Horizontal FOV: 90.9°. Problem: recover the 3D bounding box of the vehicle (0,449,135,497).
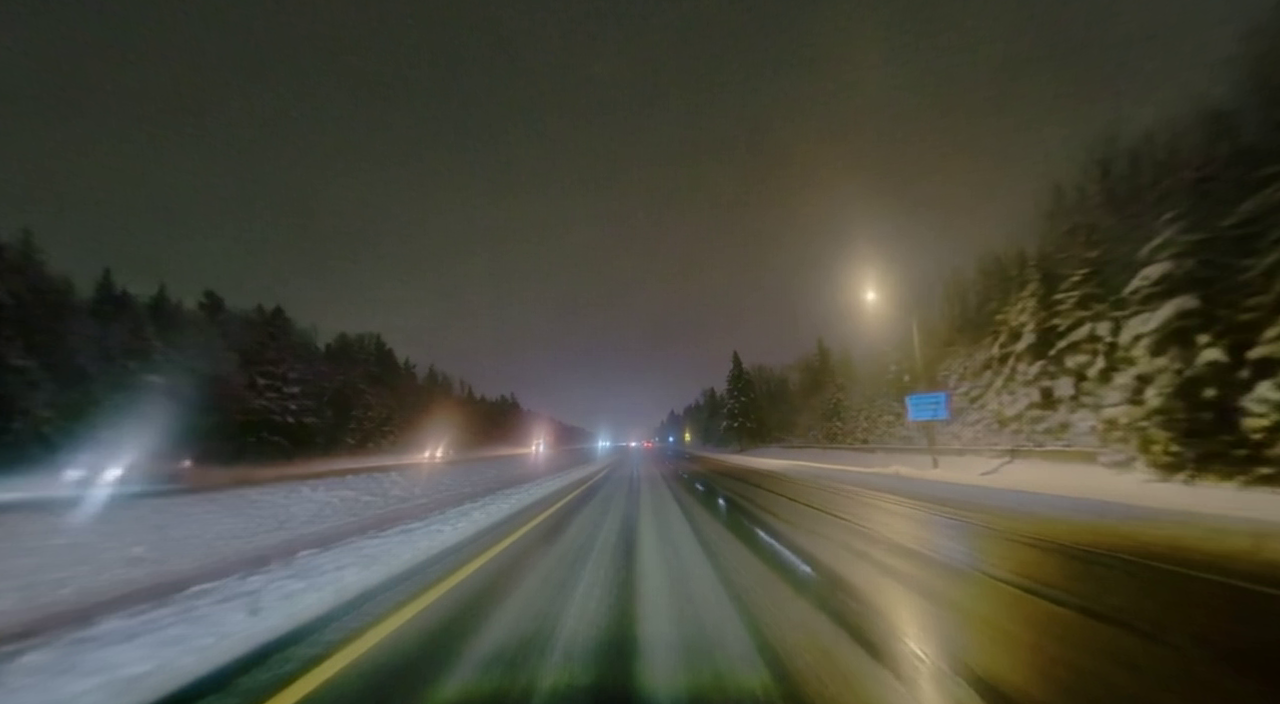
[{"bbox_3d":[-24.416,5.021,26.564,2.123,1.748,4.902,-1,-8,1],"label":"vehicle"}]
